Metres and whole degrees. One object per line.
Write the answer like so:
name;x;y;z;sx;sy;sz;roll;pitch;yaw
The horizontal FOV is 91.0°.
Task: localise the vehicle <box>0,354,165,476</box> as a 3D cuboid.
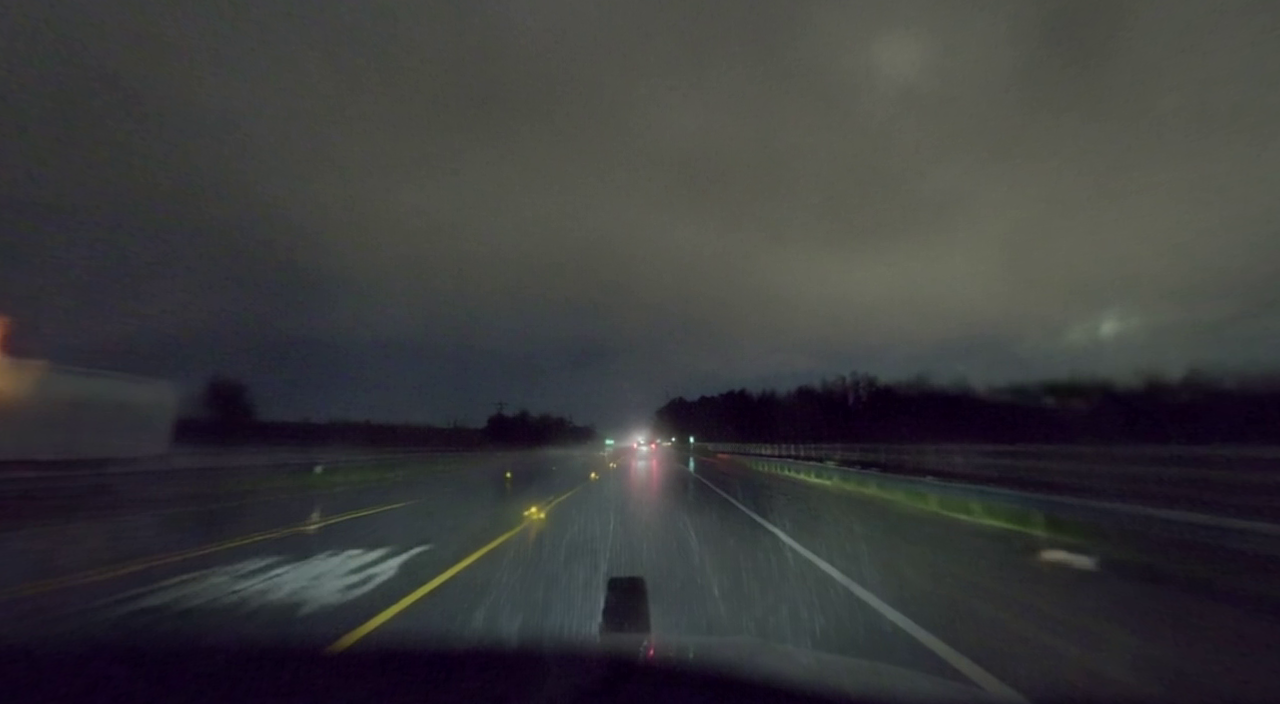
vehicle;-22.566;2.014;20.353;3.159;3.961;14.169;0;-8;1
